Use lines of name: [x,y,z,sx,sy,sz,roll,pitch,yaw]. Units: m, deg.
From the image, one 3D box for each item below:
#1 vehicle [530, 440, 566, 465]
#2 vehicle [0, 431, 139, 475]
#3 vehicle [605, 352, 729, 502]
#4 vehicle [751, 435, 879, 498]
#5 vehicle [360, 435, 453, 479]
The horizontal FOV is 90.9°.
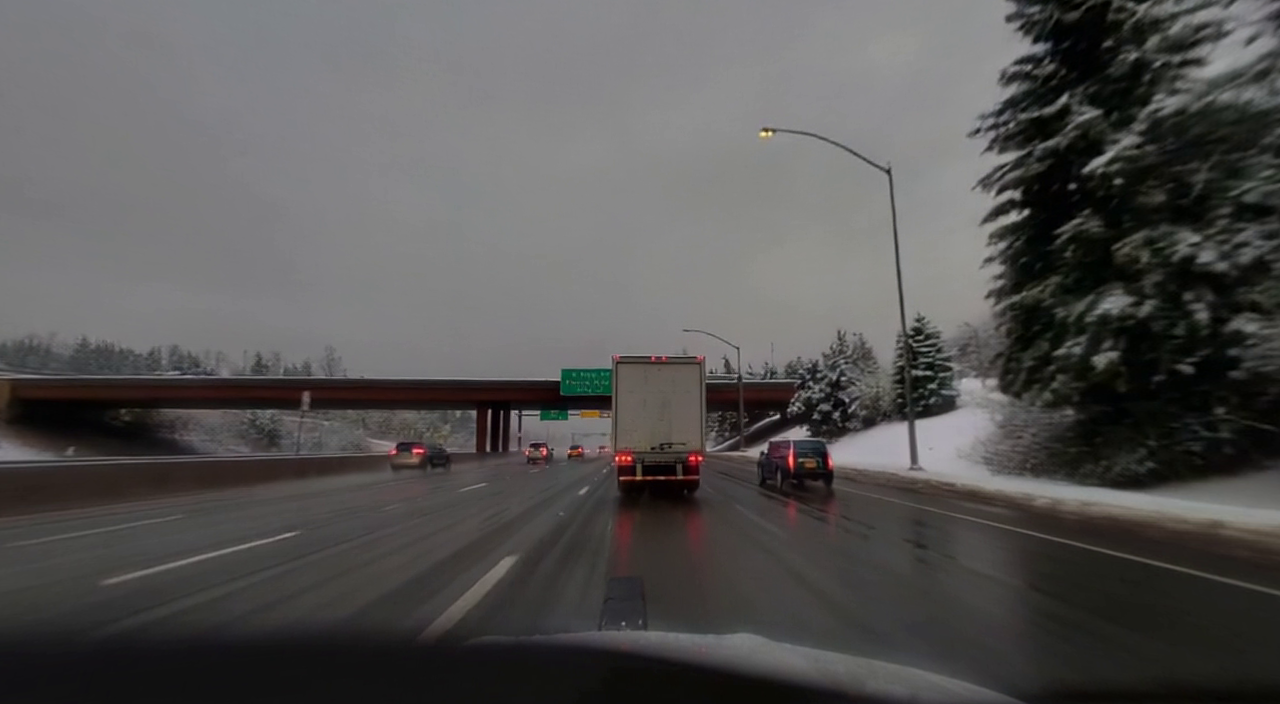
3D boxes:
vehicle: [-7.131,7.865,49.402,2.125,1.793,4.892,0,-9,0]
vehicle: [-37.828,6.706,42.290,2.473,2.570,7.957,0,-8,-5]
vehicle: [0.532,2.577,20.526,2.916,3.584,10.841,0,-9,-1]
vehicle: [4.671,3.132,17.708,2.108,1.508,4.744,0,-9,-1]
vehicle: [-10.403,4.709,28.644,2.217,1.797,5.226,0,-9,0]
